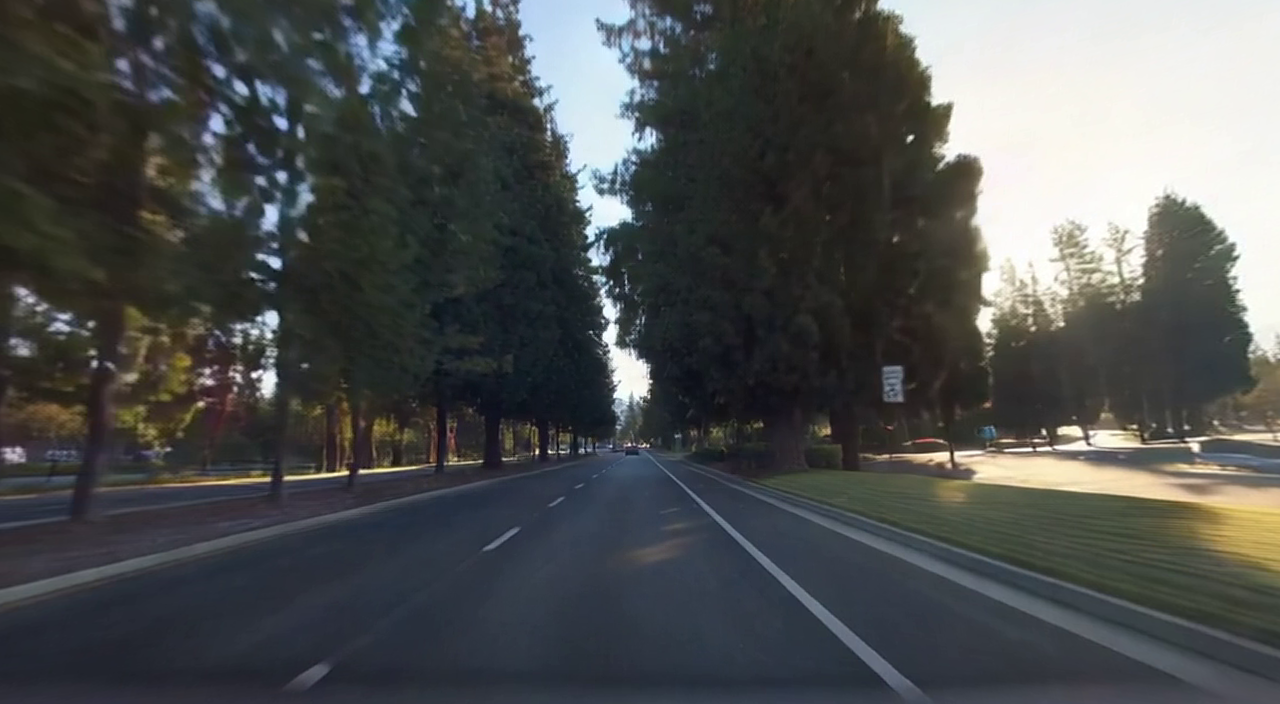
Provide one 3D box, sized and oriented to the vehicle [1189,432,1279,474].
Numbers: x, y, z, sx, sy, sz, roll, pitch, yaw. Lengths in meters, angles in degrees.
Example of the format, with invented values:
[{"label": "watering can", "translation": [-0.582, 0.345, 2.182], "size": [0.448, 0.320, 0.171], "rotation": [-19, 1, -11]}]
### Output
[{"label": "vehicle", "translation": [23.292, 3.778, 23.797], "size": [1.732, 1.447, 3.563], "rotation": [1, -8, -1]}]
